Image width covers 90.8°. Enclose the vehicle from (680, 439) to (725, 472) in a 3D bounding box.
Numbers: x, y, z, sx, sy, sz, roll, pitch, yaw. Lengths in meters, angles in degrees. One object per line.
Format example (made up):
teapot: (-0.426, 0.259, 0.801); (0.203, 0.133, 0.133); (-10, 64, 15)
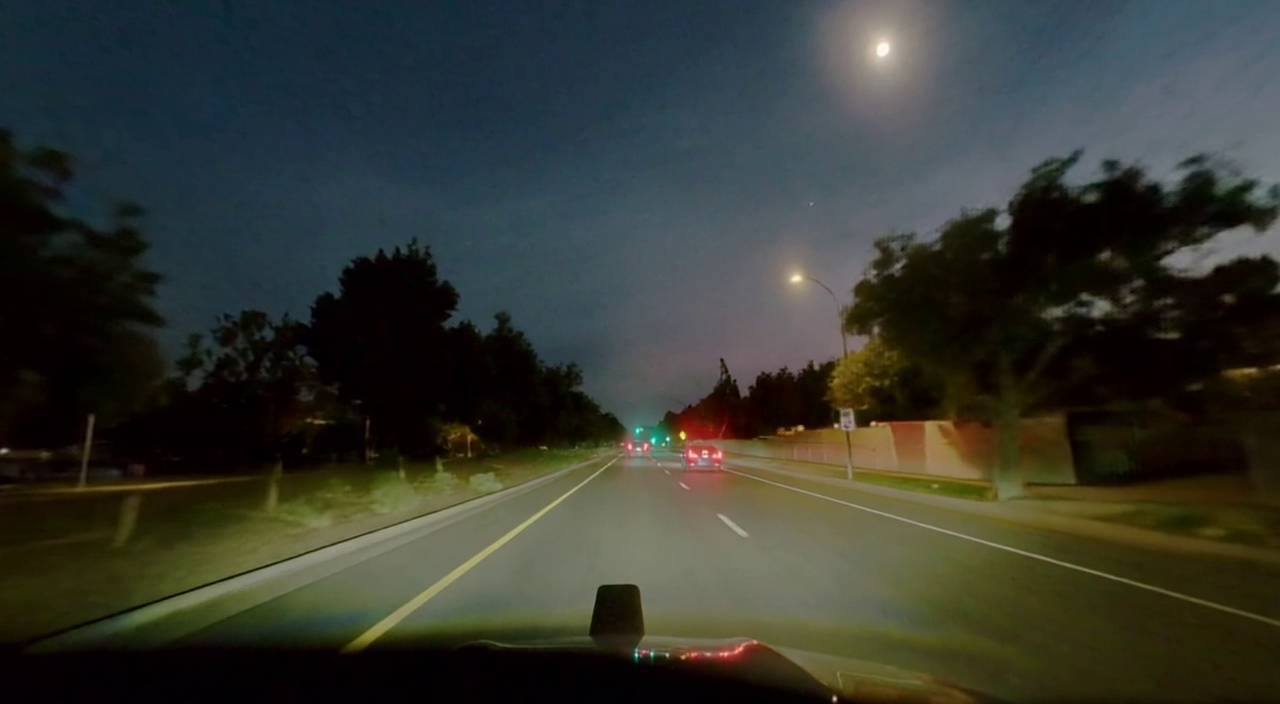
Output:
vehicle: (3.332, 5.601, 34.386); (1.888, 1.640, 4.044); (0, -8, -2)
